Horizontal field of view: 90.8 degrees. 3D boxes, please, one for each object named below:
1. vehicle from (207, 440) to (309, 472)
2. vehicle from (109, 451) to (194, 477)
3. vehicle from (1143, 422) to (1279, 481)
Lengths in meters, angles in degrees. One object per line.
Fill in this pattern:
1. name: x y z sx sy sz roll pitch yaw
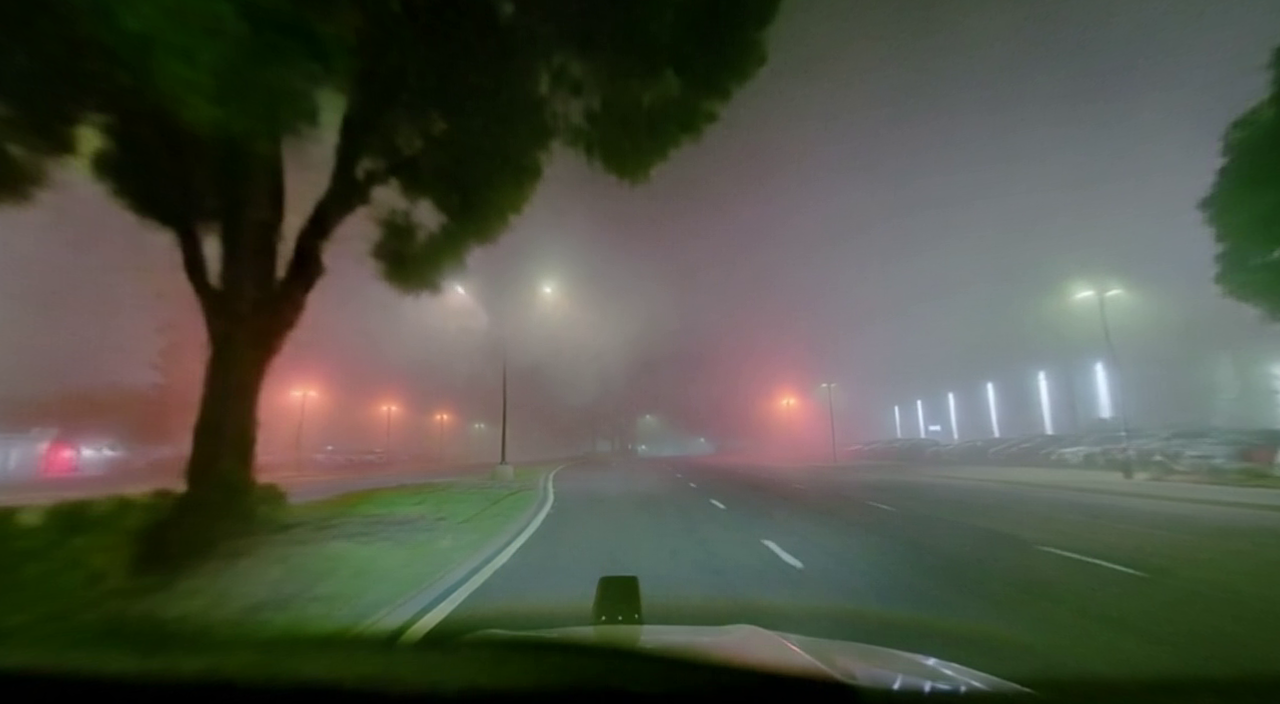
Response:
1. vehicle: -25.465 6.937 42.218 5.442 1.851 2.152 -3 -9 1
2. vehicle: -31.274 7.128 40.611 1.863 1.525 4.518 0 -9 0
3. vehicle: 20.142 3.248 20.697 5.392 1.820 2.247 0 -9 -1
